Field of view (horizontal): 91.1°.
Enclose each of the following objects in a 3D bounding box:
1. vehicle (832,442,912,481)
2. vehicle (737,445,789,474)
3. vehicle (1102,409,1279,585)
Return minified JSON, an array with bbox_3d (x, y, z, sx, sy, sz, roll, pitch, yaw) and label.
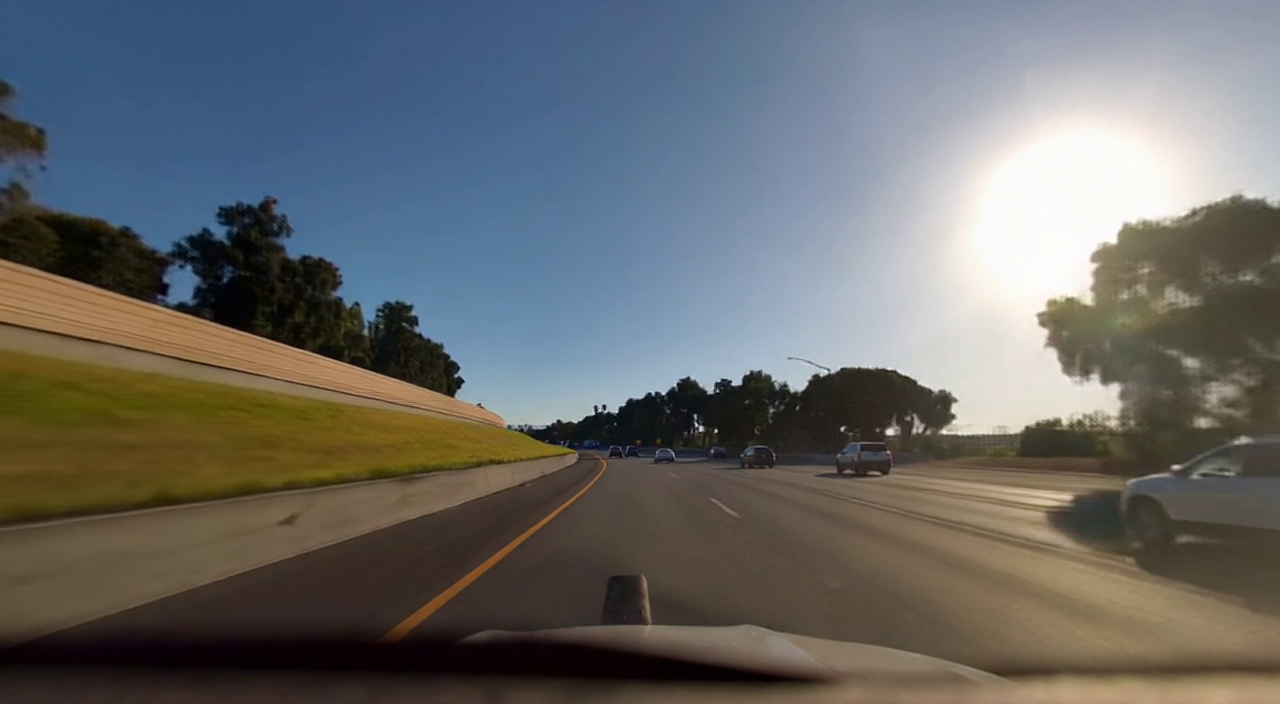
[{"bbox_3d":[10.618,5.010,29.039,1.986,1.644,4.126,0,-8,-2],"label":"vehicle"},{"bbox_3d":[6.725,5.917,34.729,1.940,1.482,3.644,1,-8,-3],"label":"vehicle"},{"bbox_3d":[7.286,1.408,6.054,2.048,1.697,4.689,0,-8,0],"label":"vehicle"}]
